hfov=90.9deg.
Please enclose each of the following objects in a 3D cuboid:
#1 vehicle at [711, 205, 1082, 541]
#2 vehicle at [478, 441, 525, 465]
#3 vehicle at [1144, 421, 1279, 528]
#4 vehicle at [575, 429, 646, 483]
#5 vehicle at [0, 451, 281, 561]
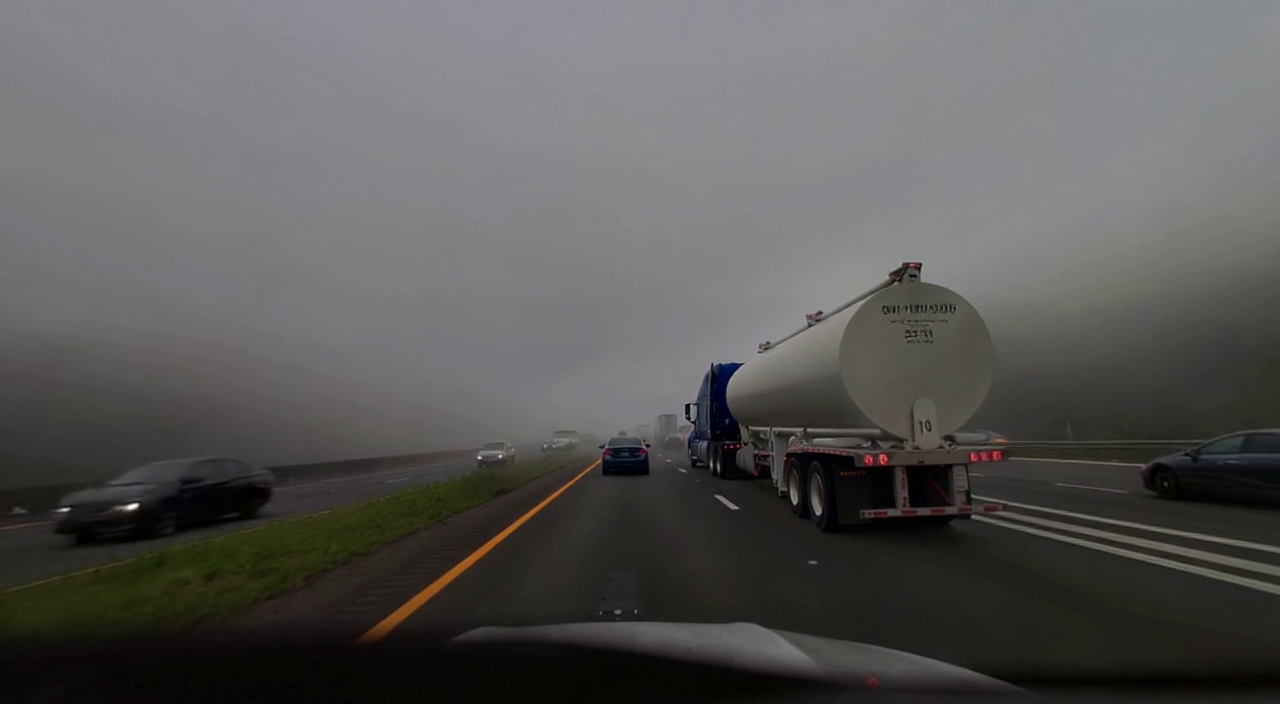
[{"bbox_3d":[3.441,0.805,11.929,2.826,3.905,9.262,0,-8,-2],"label":"vehicle"},{"bbox_3d":[-9.609,7.010,44.007,2.161,1.495,4.774,0,-8,0],"label":"vehicle"},{"bbox_3d":[9.794,1.744,9.078,1.739,1.471,3.889,0,-8,-2],"label":"vehicle"},{"bbox_3d":[-0.849,3.165,19.510,2.000,1.510,3.518,0,-8,-1],"label":"vehicle"},{"bbox_3d":[-8.499,2.542,11.205,1.853,1.459,4.228,0,-8,-2],"label":"vehicle"}]
